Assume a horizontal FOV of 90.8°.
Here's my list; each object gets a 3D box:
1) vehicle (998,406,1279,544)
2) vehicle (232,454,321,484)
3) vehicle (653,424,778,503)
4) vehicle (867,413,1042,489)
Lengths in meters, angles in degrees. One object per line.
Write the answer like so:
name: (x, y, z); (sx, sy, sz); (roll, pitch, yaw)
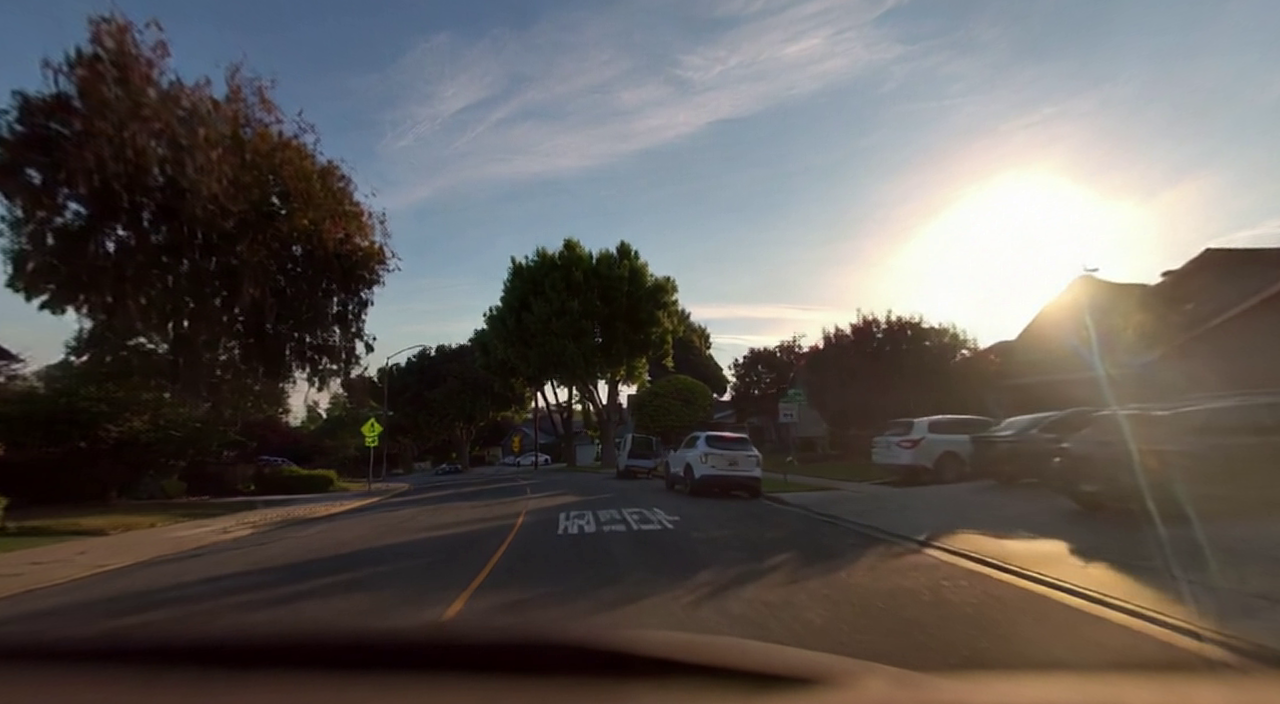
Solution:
vehicle: (7.927, 1.787, 9.794); (4.512, 1.670, 2.031); (4, -10, -31)
vehicle: (-22.260, 7.178, 38.864); (4.464, 1.681, 1.906); (3, -9, -21)
vehicle: (1.694, 2.758, 16.030); (1.965, 1.663, 4.744); (1, -9, -8)
vehicle: (8.500, 2.626, 17.013); (4.469, 1.780, 1.970); (4, -10, -31)
